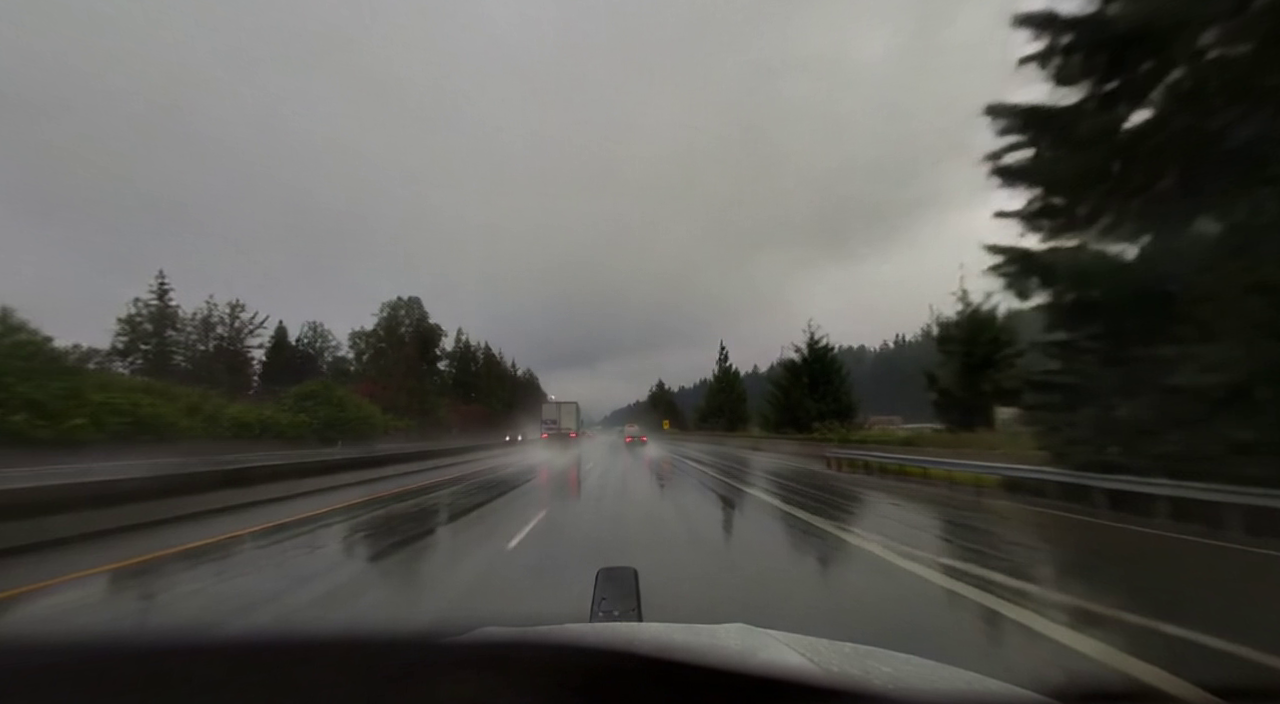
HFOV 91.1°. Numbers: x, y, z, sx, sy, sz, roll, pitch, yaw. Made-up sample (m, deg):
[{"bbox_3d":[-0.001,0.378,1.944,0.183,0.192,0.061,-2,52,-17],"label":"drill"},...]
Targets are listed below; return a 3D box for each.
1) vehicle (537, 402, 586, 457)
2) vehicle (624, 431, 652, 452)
[{"bbox_3d":[-4.792,4.905,39.582,2.450,3.098,6.965,0,-8,-2],"label":"vehicle"},{"bbox_3d":[-0.216,6.666,47.131,1.988,1.472,3.716,0,-8,-2],"label":"vehicle"}]
